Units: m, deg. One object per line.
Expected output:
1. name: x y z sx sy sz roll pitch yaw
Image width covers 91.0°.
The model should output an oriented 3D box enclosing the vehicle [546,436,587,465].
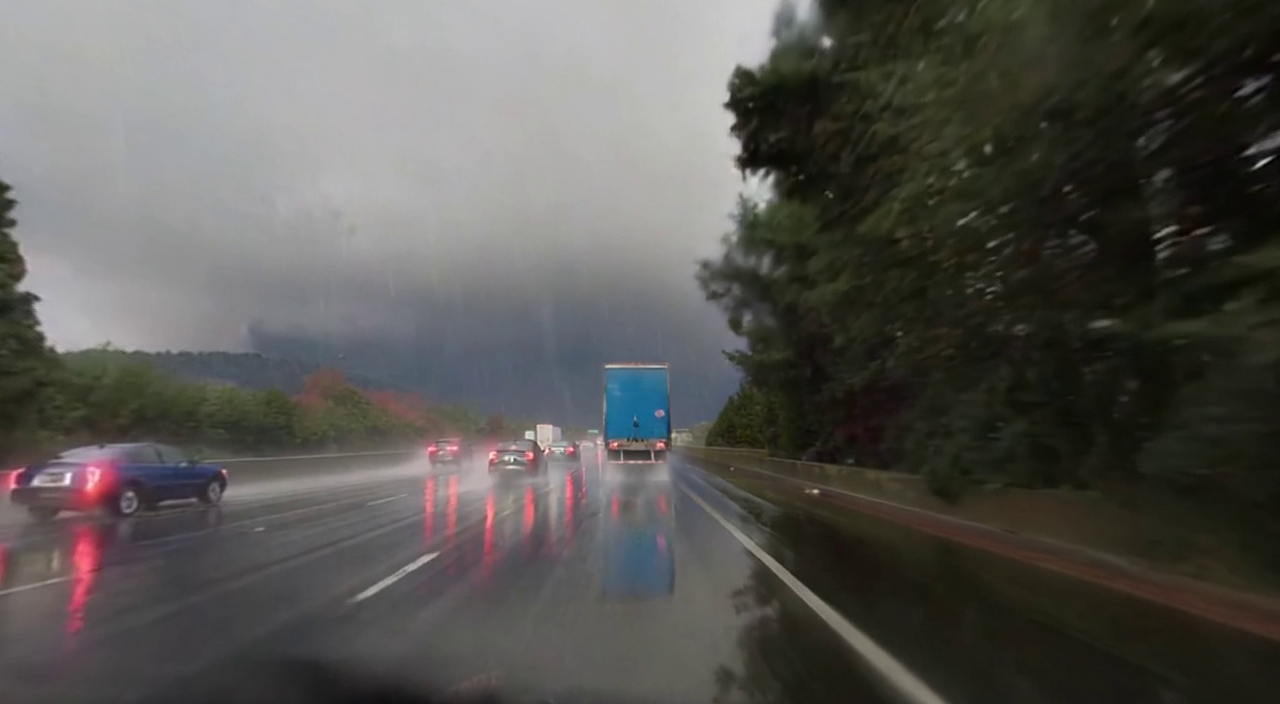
1. vehicle: -4.605 6.255 40.102 2.158 1.680 4.087 0 -8 0

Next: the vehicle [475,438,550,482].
1. vehicle: -4.871 4.180 24.689 2.164 1.582 3.979 0 -8 -1

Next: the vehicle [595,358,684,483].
1. vehicle: -0.225 3.008 26.262 2.913 4.113 10.724 0 -8 -2

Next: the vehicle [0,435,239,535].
1. vehicle: -10.055 2.372 11.988 1.899 1.517 4.554 0 -8 -1

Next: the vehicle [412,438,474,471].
1. vehicle: -10.301 5.389 33.232 1.952 1.590 4.090 0 -8 1
